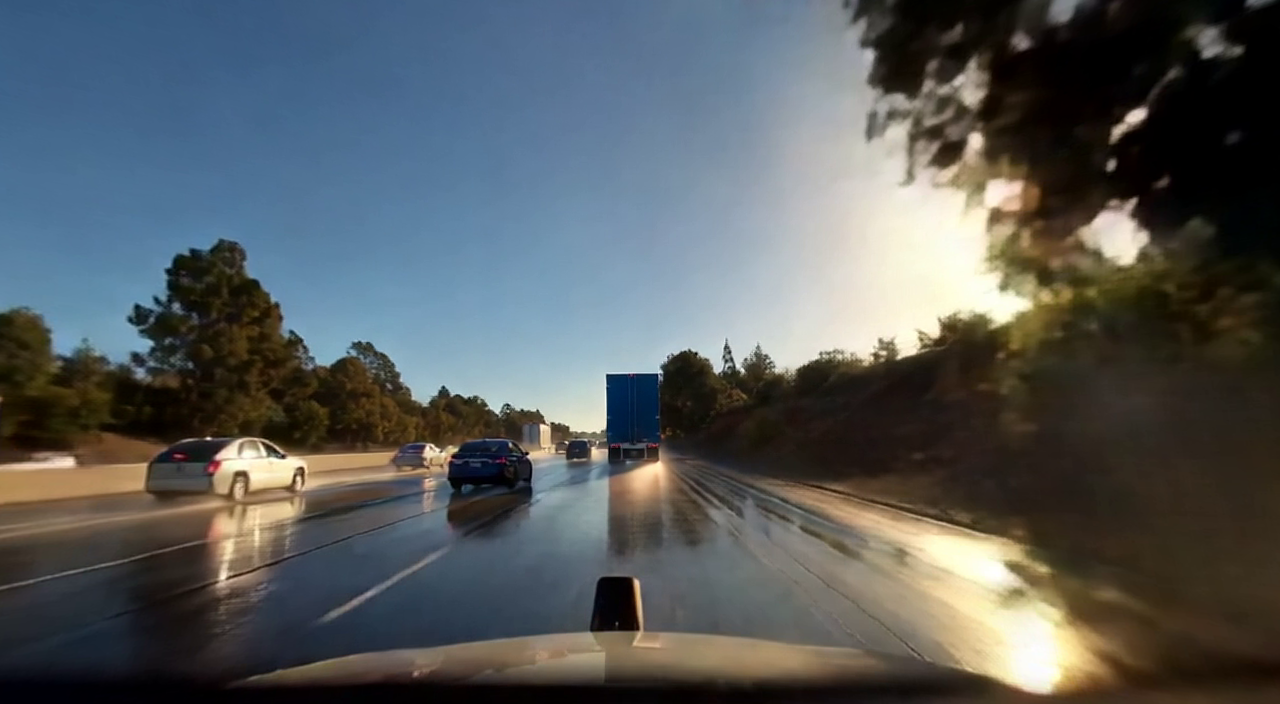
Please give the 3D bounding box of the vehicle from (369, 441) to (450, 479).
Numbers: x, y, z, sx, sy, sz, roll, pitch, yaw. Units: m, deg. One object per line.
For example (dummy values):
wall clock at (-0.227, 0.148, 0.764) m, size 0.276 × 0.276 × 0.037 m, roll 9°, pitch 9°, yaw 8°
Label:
vehicle at (-9.742, 4.578, 26.993) m, size 1.863 × 1.474 × 4.278 m, roll 0°, pitch -8°, yaw 0°

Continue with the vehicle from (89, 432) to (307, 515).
vehicle at (-9.713, 2.670, 14.359) m, size 1.952 × 1.590 × 4.090 m, roll 0°, pitch -8°, yaw 1°

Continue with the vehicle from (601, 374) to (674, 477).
vehicle at (-0.309, 3.679, 30.546) m, size 2.913 × 4.113 × 10.724 m, roll 0°, pitch -8°, yaw -2°

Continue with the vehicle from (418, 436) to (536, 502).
vehicle at (-4.285, 3.116, 17.258) m, size 2.164 × 1.582 × 3.979 m, roll 0°, pitch -8°, yaw 0°

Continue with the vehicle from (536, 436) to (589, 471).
vehicle at (-3.954, 5.240, 32.675) m, size 2.158 × 1.680 × 4.087 m, roll 0°, pitch -8°, yaw 1°
